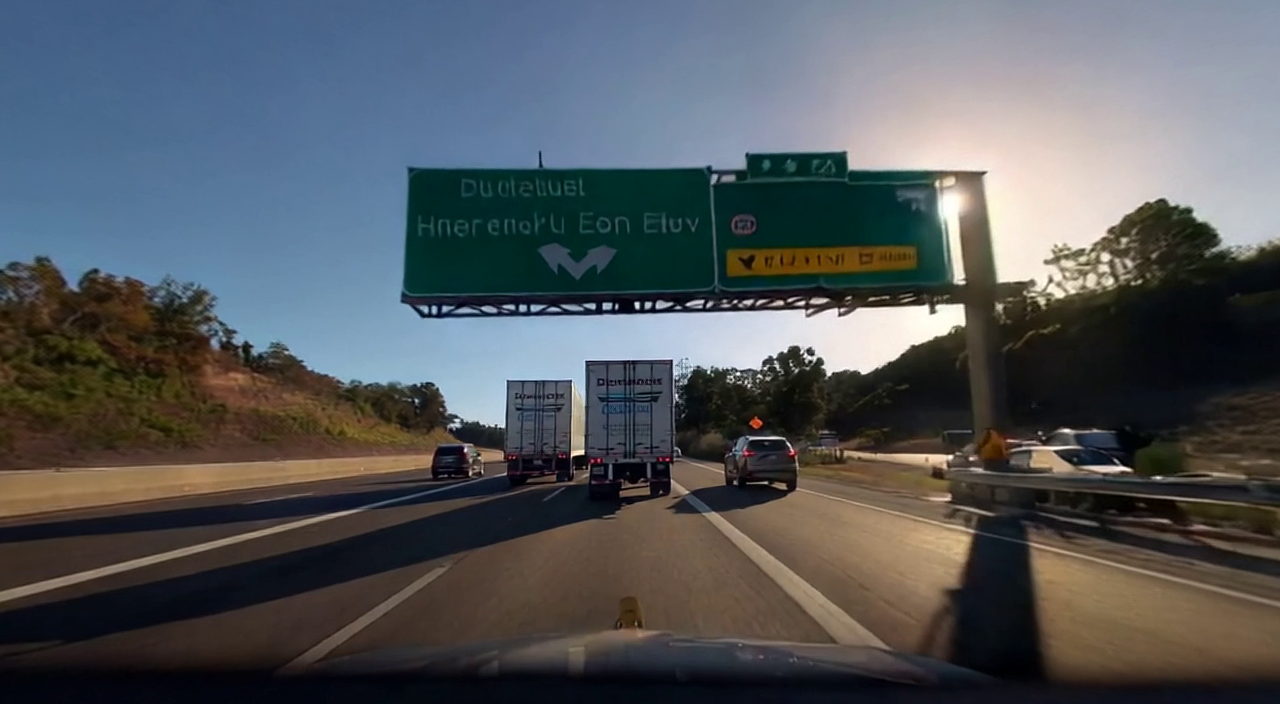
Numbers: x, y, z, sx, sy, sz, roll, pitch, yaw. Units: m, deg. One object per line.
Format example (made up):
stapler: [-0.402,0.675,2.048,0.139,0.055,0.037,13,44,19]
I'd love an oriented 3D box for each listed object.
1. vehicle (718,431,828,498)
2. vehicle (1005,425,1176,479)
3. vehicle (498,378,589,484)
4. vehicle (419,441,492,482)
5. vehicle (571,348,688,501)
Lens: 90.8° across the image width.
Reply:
vehicle: [3.792,3.306,18.978,2.136,1.753,4.644,0,-9,-2]
vehicle: [16.665,3.751,23.937,2.128,1.783,5.718,0,-9,-2]
vehicle: [-4.234,3.933,30.475,2.888,4.154,10.960,0,-9,-1]
vehicle: [-8.300,4.965,28.883,2.017,1.694,4.420,0,-9,-1]
vehicle: [-0.332,2.526,20.829,2.910,3.828,9.805,0,-9,-1]
